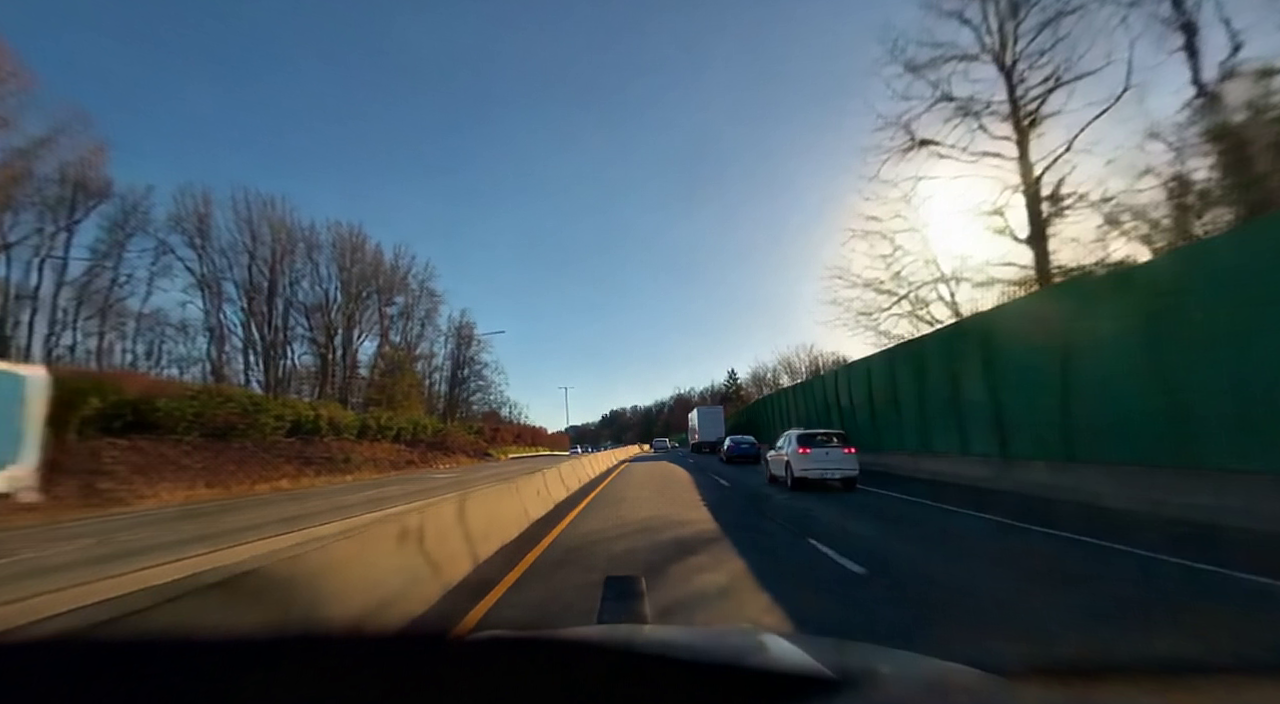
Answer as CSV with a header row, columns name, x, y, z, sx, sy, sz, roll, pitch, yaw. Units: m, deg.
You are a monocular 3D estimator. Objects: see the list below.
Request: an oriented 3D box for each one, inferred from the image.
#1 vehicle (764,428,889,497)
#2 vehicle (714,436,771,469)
name,x,y,z,sx,sy,sz,roll,pitch,yaw
vehicle,4.608,2.782,16.224,1.940,1.539,4.005,0,-8,-1
vehicle,4.904,4.884,30.754,2.000,1.473,4.440,0,-8,0
